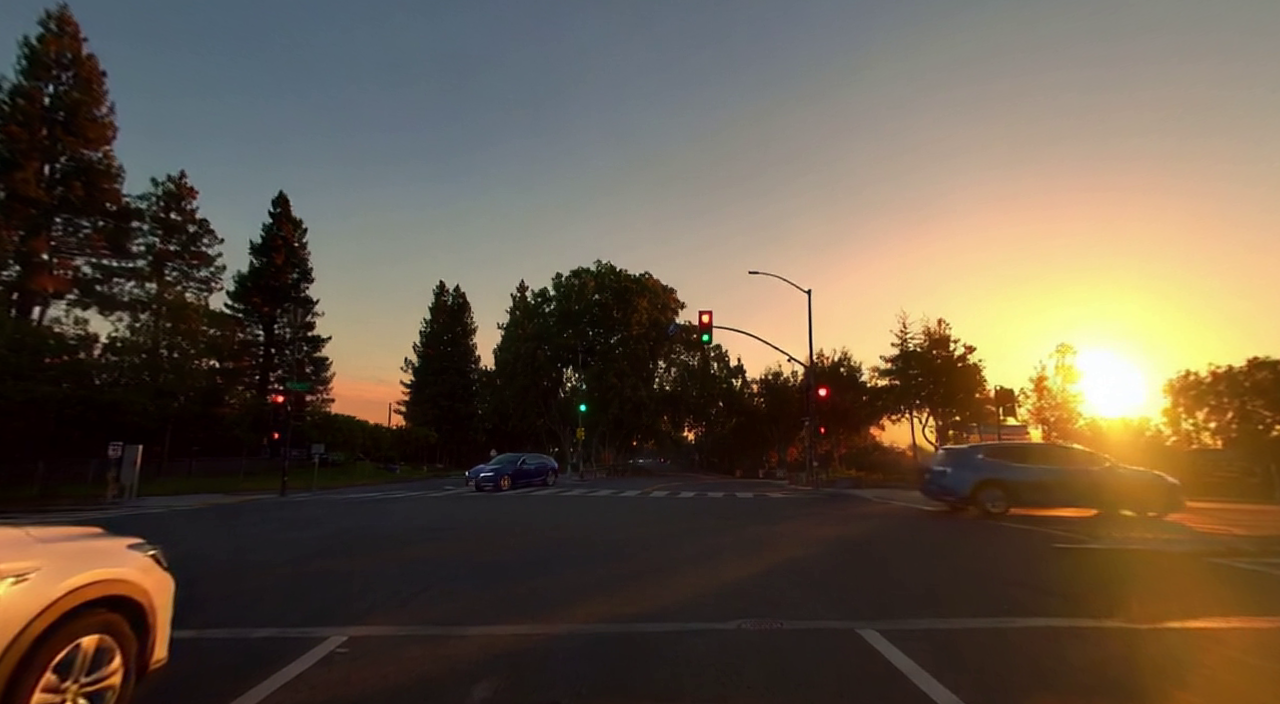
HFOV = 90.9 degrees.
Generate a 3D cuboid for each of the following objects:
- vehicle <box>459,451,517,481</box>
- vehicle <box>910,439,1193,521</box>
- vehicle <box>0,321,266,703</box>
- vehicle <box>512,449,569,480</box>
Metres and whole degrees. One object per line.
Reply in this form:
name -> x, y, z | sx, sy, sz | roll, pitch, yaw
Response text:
vehicle -> -8.000, 6.006, 33.481 | 1.960, 1.433, 4.213 | 0, -8, 1
vehicle -> 8.066, 2.521, 12.686 | 4.404, 1.486, 1.841 | 0, -8, -2
vehicle -> -3.456, 0.669, 1.528 | 2.242, 1.761, 4.505 | 0, -8, 1
vehicle -> -5.195, 5.923, 33.535 | 2.107, 1.456, 4.728 | 0, -8, 2
